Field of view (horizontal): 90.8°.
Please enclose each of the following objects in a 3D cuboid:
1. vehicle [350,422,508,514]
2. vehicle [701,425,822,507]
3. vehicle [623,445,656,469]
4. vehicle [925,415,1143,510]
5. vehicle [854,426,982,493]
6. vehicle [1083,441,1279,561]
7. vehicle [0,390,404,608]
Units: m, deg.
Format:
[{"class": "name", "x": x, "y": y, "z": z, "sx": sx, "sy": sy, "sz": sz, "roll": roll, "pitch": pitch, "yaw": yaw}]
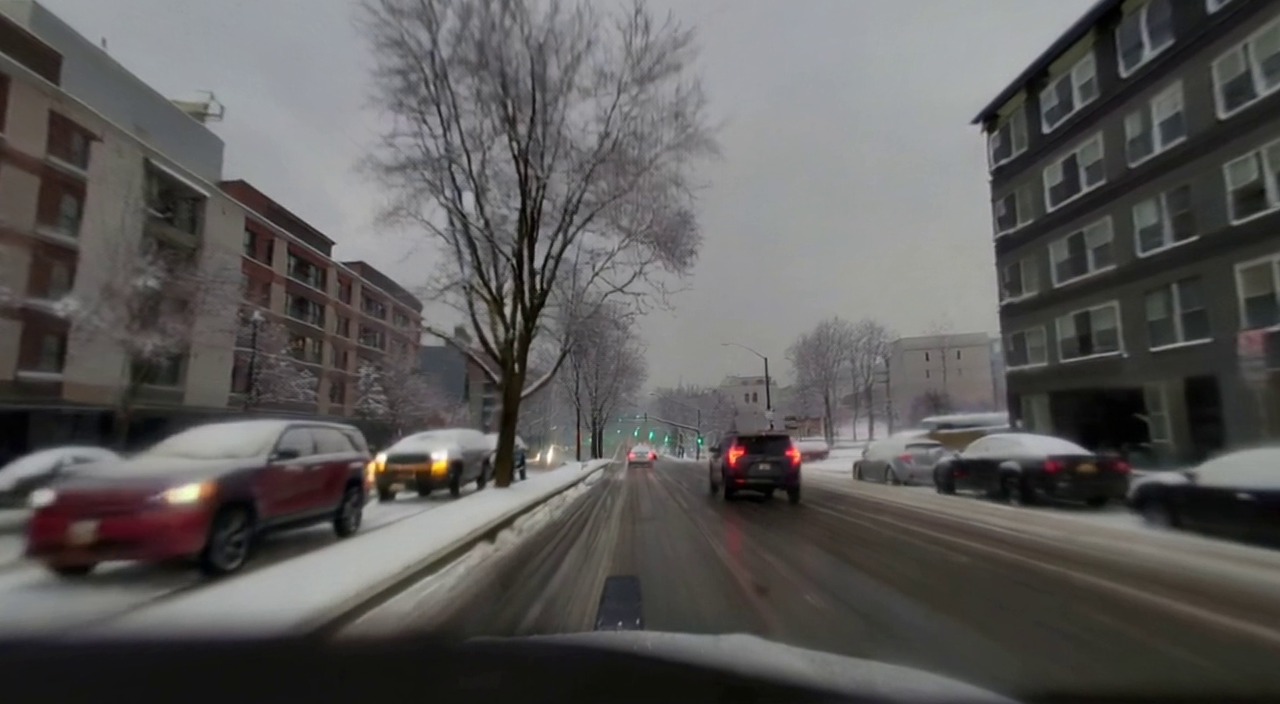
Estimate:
[{"class": "vehicle", "x": -4.857, "y": 2.722, "z": 15.618, "sx": 2.009, "sy": 1.837, "sz": 5.590, "roll": 0, "pitch": -8, "yaw": 0}, {"class": "vehicle", "x": 3.040, "y": 2.947, "z": 16.970, "sx": 2.129, "sy": 1.844, "sz": 4.767, "roll": 0, "pitch": -8, "yaw": -2}, {"class": "vehicle", "x": -0.082, "y": 7.121, "z": 42.990, "sx": 2.059, "sy": 1.492, "sz": 4.033, "roll": 0, "pitch": -8, "yaw": -2}, {"class": "vehicle", "x": 9.032, "y": 2.565, "z": 15.196, "sx": 1.935, "sy": 1.875, "sz": 5.051, "roll": 0, "pitch": -8, "yaw": 0}, {"class": "vehicle", "x": 8.936, "y": 3.456, "z": 20.865, "sx": 1.939, "sy": 1.927, "sz": 4.833, "roll": 0, "pitch": -8, "yaw": -1}, {"class": "vehicle", "x": 8.929, "y": 1.992, "z": 8.781, "sx": 1.953, "sy": 1.455, "sz": 4.883, "roll": 0, "pitch": -8, "yaw": -1}, {"class": "vehicle", "x": -4.981, "y": 1.564, "z": 7.837, "sx": 2.275, "sy": 1.816, "sz": 4.923, "roll": 0, "pitch": -8, "yaw": -1}]
